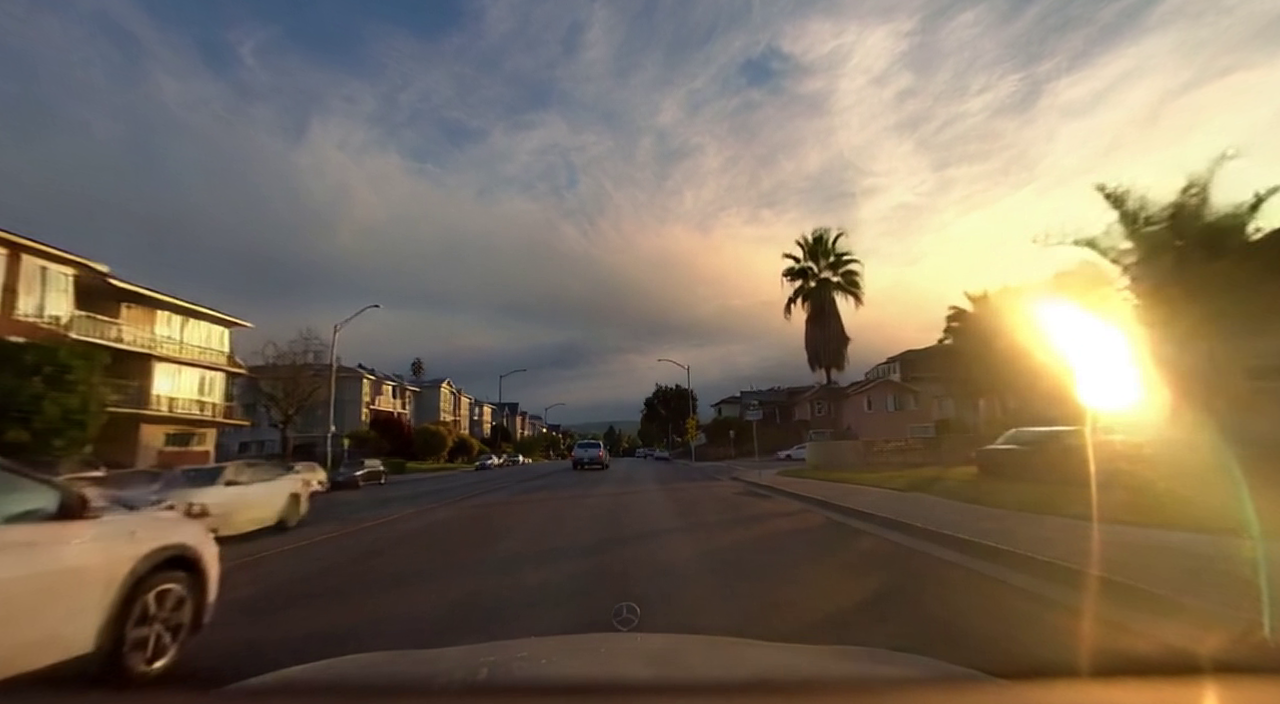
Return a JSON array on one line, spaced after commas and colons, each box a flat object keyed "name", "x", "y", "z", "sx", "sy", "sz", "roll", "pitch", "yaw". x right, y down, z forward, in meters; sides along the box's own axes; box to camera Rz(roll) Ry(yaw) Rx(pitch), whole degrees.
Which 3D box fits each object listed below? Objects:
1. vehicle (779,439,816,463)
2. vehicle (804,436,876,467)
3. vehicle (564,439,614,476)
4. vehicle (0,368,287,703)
[{"name": "vehicle", "x": 12.307, "y": 7.738, "z": 49.411, "sx": 1.924, "sy": 1.624, "sz": 4.873, "roll": -5, "pitch": -8, "yaw": 5}, {"name": "vehicle", "x": 12.418, "y": 6.201, "z": 39.182, "sx": 3.778, "sy": 1.744, "sz": 1.804, "roll": -1, "pitch": -9, "yaw": -4}, {"name": "vehicle", "x": -2.587, "y": 5.530, "z": 33.245, "sx": 1.994, "sy": 1.810, "sz": 5.057, "roll": -1, "pitch": -9, "yaw": 3}, {"name": "vehicle", "x": -3.273, "y": 0.866, "z": 2.070, "sx": 1.929, "sy": 1.651, "sz": 3.948, "roll": 0, "pitch": -9, "yaw": -1}]
